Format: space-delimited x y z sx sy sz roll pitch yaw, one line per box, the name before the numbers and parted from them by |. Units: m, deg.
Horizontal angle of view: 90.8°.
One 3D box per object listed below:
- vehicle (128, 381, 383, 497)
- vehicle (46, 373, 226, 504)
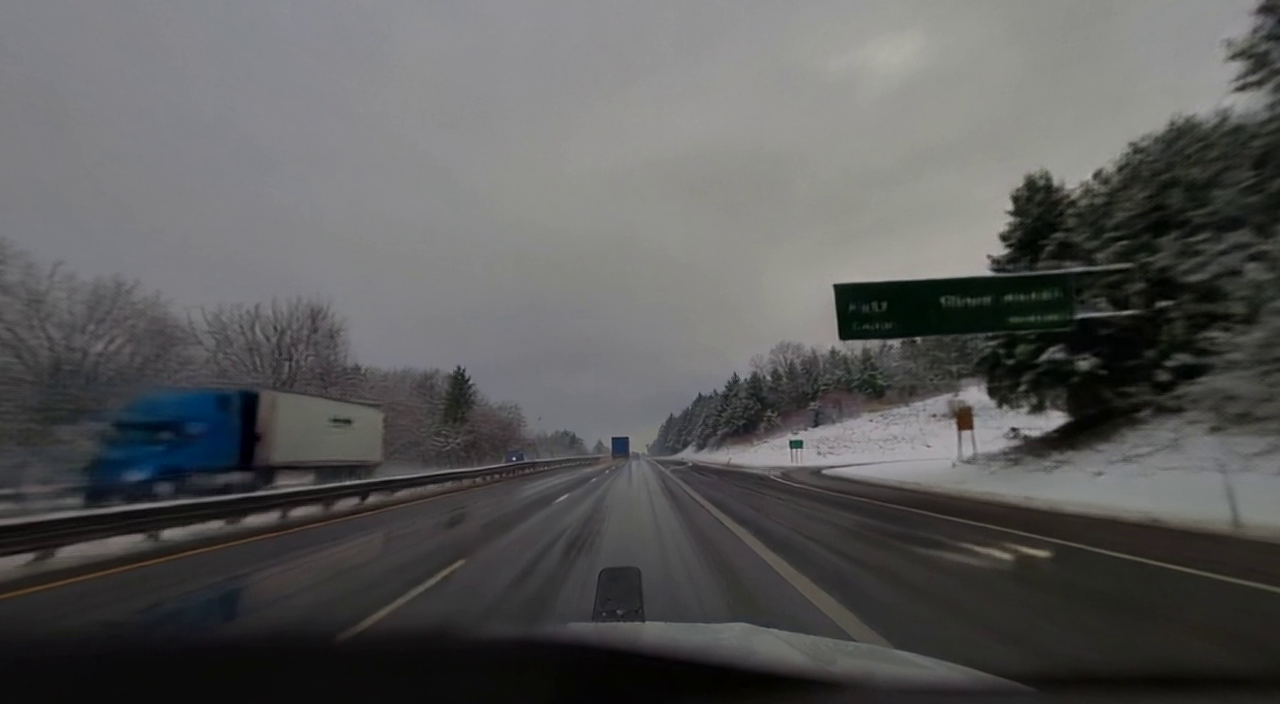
vehicle | -16.247 4.120 28.994 3.011 4.038 13.732 0 -9 0
vehicle | -16.306 2.834 20.697 3.104 3.970 2.917 0 -9 1
